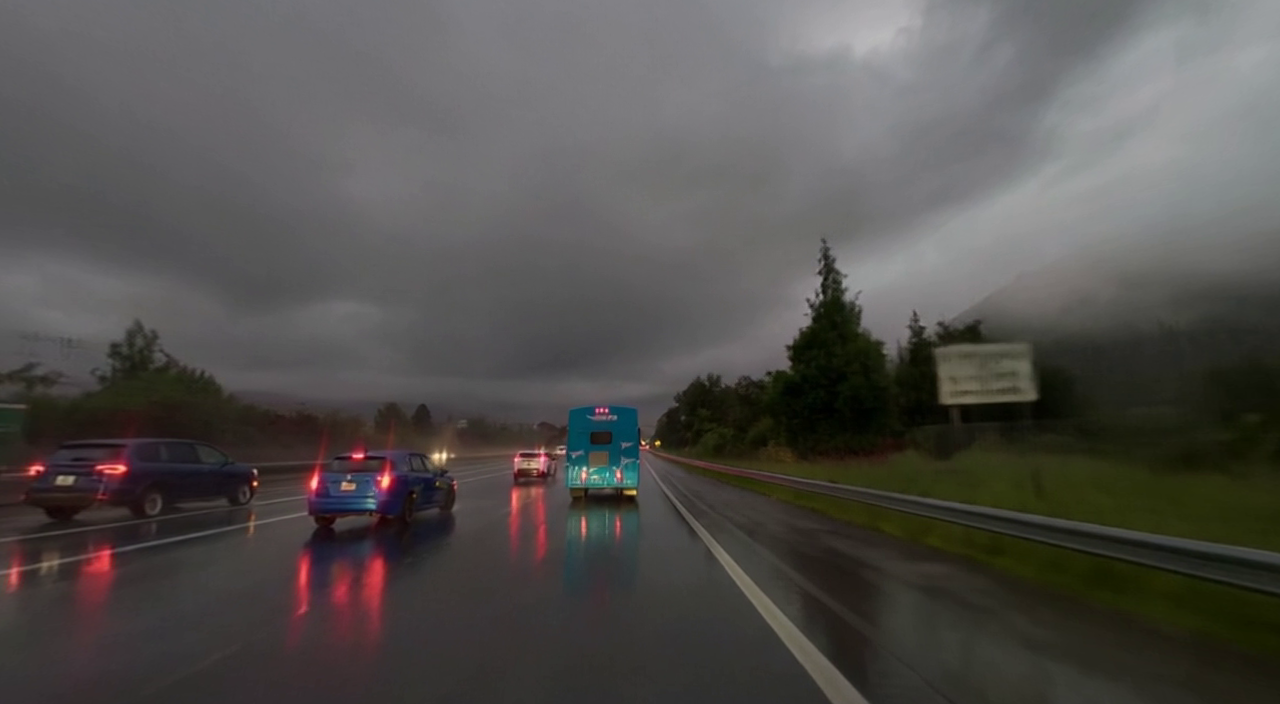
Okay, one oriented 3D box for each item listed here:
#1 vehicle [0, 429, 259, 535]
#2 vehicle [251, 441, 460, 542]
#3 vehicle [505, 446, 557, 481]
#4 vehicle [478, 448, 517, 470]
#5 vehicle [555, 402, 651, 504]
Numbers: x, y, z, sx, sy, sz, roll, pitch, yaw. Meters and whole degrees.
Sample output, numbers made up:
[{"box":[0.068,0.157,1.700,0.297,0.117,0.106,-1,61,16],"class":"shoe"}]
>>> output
[{"box":[-9.564,2.352,11.919,2.010,1.621,4.252,0,-9,0],"class":"vehicle"},{"box":[-4.732,2.342,11.220,1.876,1.438,4.072,0,-9,-1],"class":"vehicle"},{"box":[-5.063,5.195,29.549,1.872,1.480,3.545,0,-9,-1],"class":"vehicle"},{"box":[-10.098,7.613,44.861,1.886,1.462,4.084,0,-9,-1],"class":"vehicle"},{"box":[-0.959,2.943,18.534,2.394,2.556,5.232,0,-9,-1],"class":"vehicle"}]
